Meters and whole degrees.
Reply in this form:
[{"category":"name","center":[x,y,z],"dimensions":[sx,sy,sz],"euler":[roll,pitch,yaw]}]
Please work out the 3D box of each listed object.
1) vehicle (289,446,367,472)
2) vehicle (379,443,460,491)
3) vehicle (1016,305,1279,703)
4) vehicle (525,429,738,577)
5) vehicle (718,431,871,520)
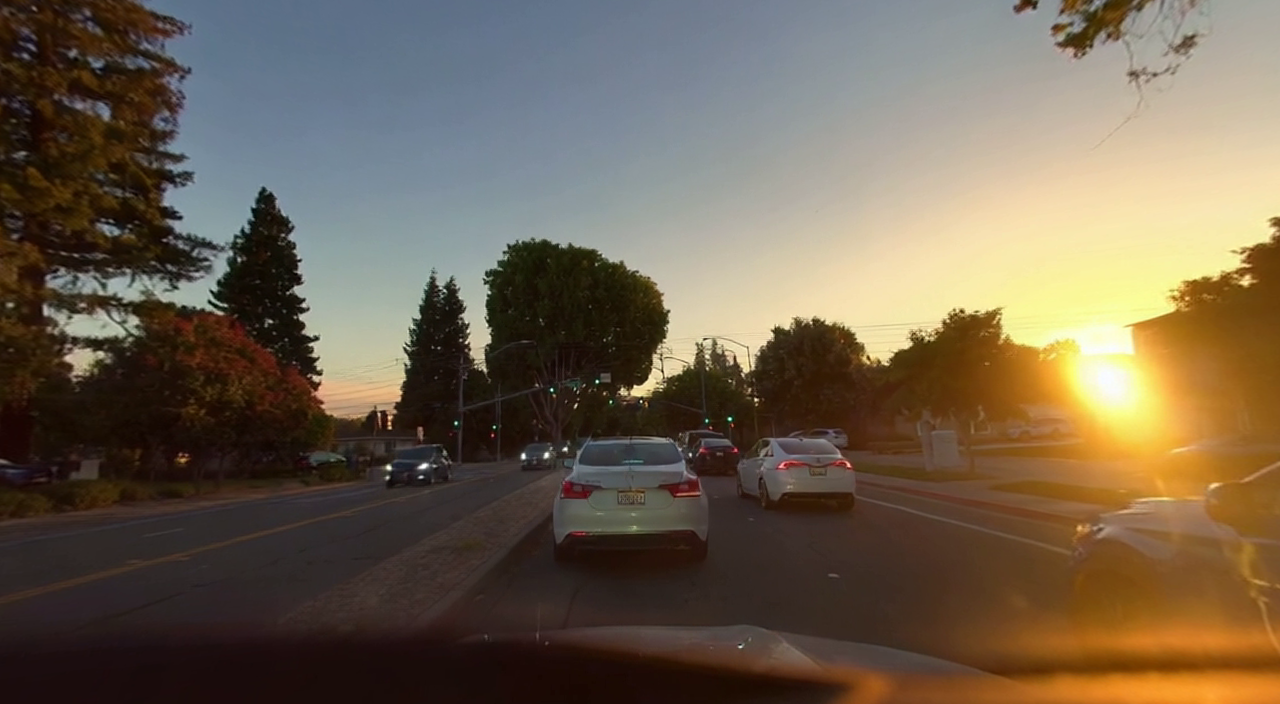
[{"category":"vehicle","center":[-19.871,6.807,40.349],"dimensions":[3.957,1.630,1.881],"euler":[0,-8,-1]},{"category":"vehicle","center":[-8.867,4.628,25.842],"dimensions":[1.996,1.680,4.203],"euler":[-2,-8,-2]},{"category":"vehicle","center":[3.384,0.619,1.695],"dimensions":[2.006,1.766,4.345],"euler":[0,-8,-1]},{"category":"vehicle","center":[-0.123,1.869,8.656],"dimensions":[2.186,1.500,4.141],"euler":[0,-8,-1]},{"category":"vehicle","center":[2.964,2.470,13.266],"dimensions":[1.971,1.517,4.521],"euler":[0,-8,-1]}]
